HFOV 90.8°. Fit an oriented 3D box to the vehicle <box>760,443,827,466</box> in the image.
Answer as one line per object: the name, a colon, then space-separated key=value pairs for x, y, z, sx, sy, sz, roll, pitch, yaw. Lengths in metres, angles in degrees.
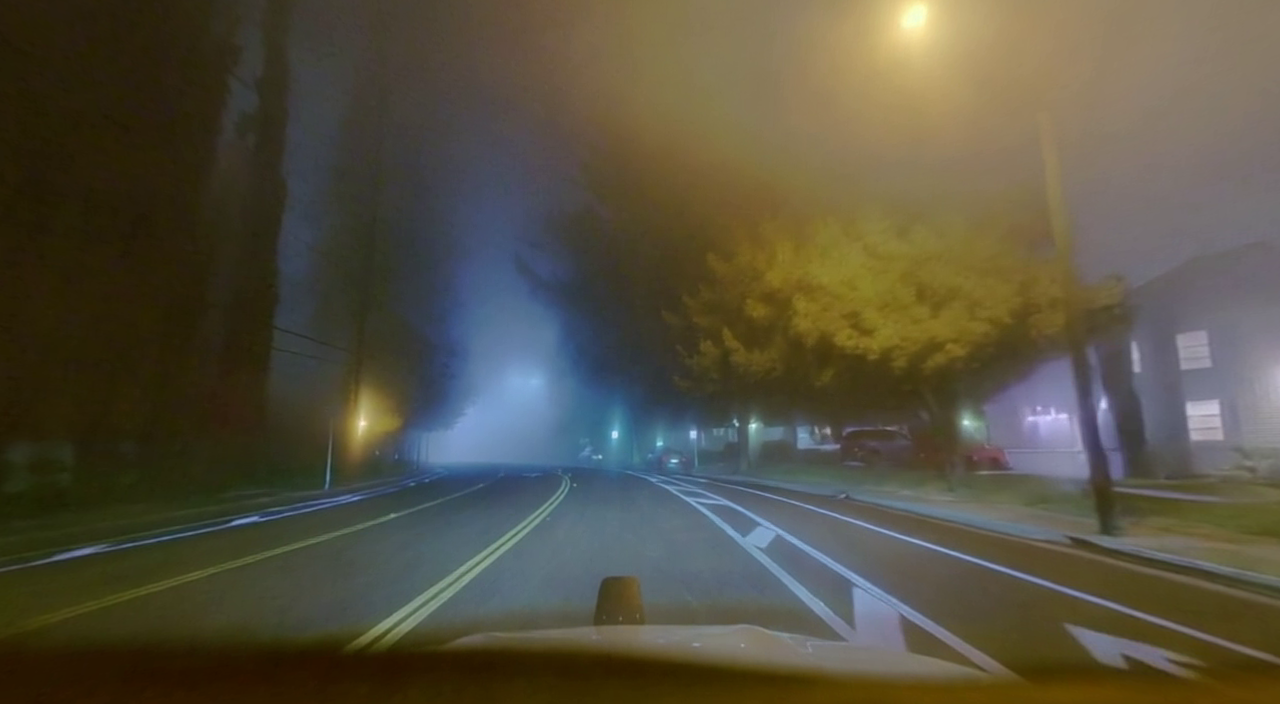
vehicle: x=11.794 y=7.901 z=48.763 sx=4.504 sy=1.702 sz=2.119 roll=2 pitch=-9 yaw=-14

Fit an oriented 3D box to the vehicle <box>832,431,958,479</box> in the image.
vehicle: x=11.430 y=4.641 z=28.430 sx=4.697 sy=1.861 sz=2.126 roll=0 pitch=-12 yaw=-13

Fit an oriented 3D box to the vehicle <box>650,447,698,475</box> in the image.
vehicle: x=2.100 y=6.874 z=40.194 sx=1.997 sy=1.618 sz=4.119 roll=2 pitch=-9 yaw=-13
